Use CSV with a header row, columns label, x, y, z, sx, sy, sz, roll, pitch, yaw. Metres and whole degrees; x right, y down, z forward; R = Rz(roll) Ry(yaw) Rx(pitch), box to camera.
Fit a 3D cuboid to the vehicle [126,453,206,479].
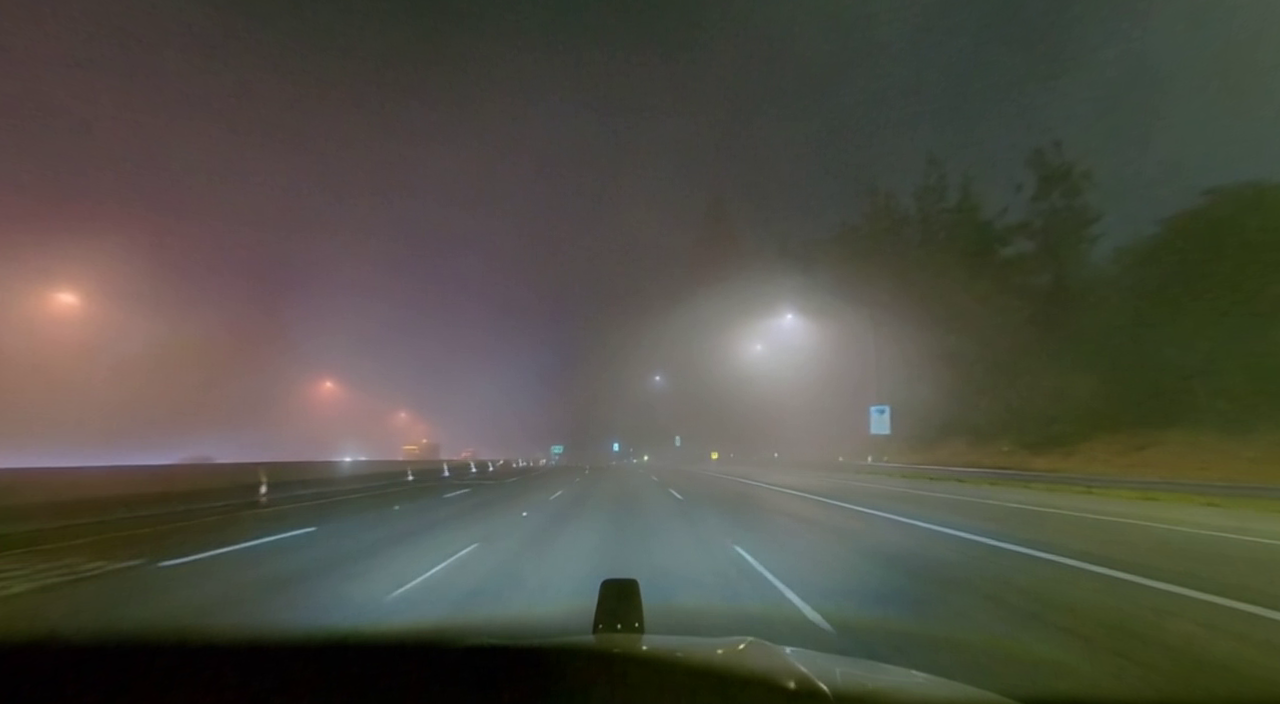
label,x,y,z,sx,sy,sz,roll,pitch,yaw
vehicle,-30.268,7.263,40.369,1.812,1.497,4.297,0,-9,-1
